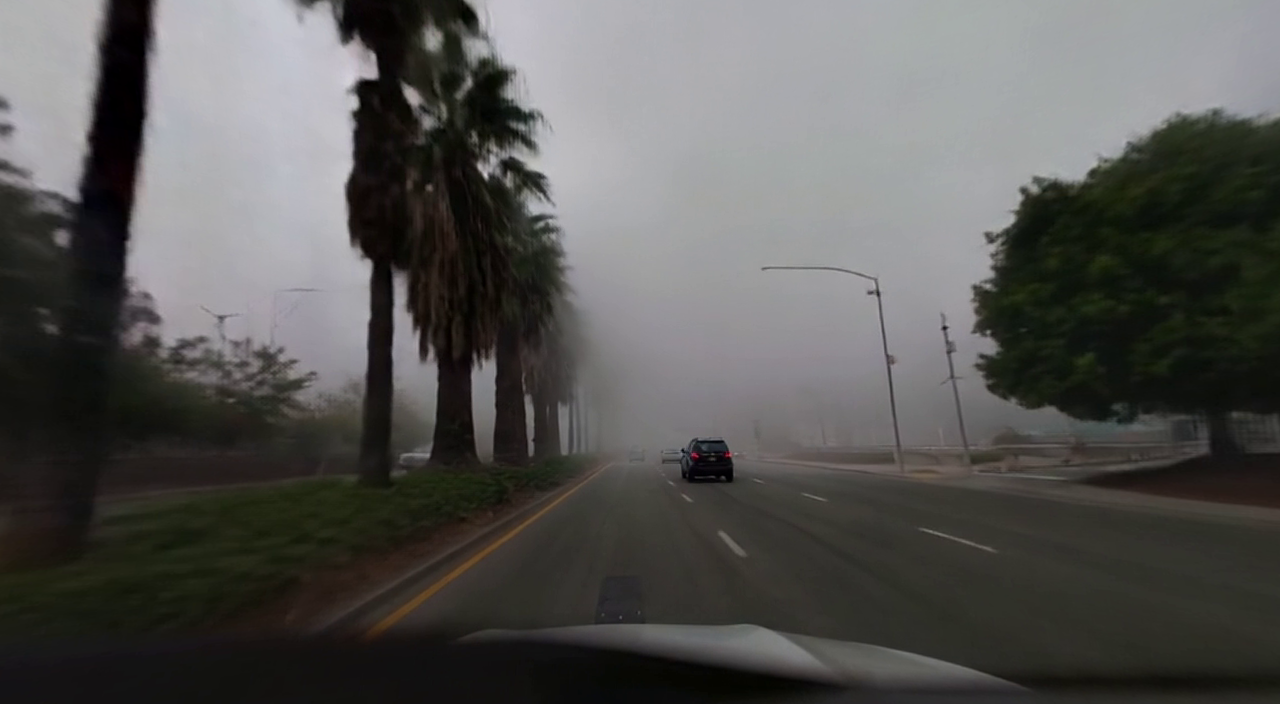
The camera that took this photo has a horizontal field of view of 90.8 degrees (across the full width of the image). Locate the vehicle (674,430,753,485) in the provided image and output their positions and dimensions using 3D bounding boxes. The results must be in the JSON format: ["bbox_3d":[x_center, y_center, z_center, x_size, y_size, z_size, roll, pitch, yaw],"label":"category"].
[{"bbox_3d":[2.877,4.352,26.340,2.559,2.017,5.562,0,-9,-1],"label":"vehicle"}]
